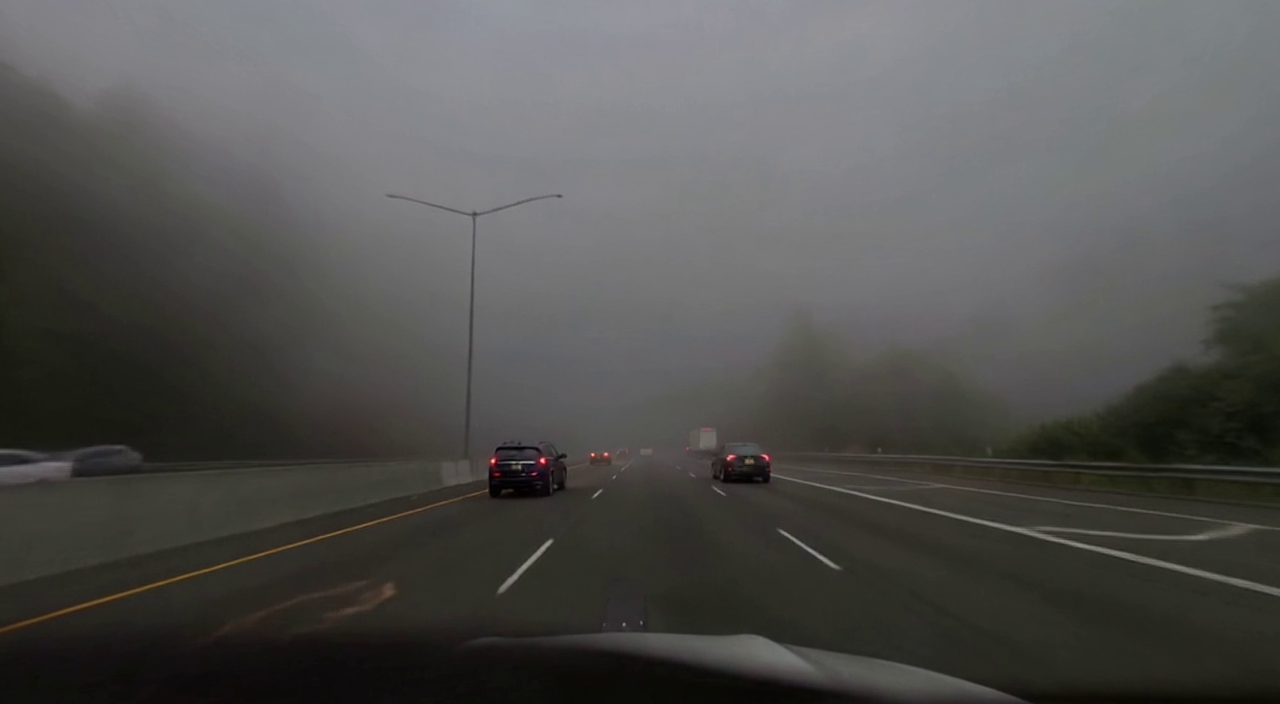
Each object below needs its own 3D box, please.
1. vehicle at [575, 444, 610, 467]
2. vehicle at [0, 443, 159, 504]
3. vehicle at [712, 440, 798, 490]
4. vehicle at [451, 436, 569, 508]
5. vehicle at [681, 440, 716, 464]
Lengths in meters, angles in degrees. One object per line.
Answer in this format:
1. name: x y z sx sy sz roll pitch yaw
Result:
1. vehicle: -3.300 7.331 44.995 2.099 1.494 4.504 -1 -8 1
2. vehicle: -23.631 4.620 24.518 2.721 2.129 9.070 -1 -8 1
3. vehicle: 3.730 3.739 21.367 2.040 1.461 4.822 -1 -8 1
4. vehicle: -3.224 3.068 16.777 1.974 1.589 5.047 -1 -8 1
5. vehicle: 4.427 7.630 48.399 2.144 1.752 4.765 0 -8 0
